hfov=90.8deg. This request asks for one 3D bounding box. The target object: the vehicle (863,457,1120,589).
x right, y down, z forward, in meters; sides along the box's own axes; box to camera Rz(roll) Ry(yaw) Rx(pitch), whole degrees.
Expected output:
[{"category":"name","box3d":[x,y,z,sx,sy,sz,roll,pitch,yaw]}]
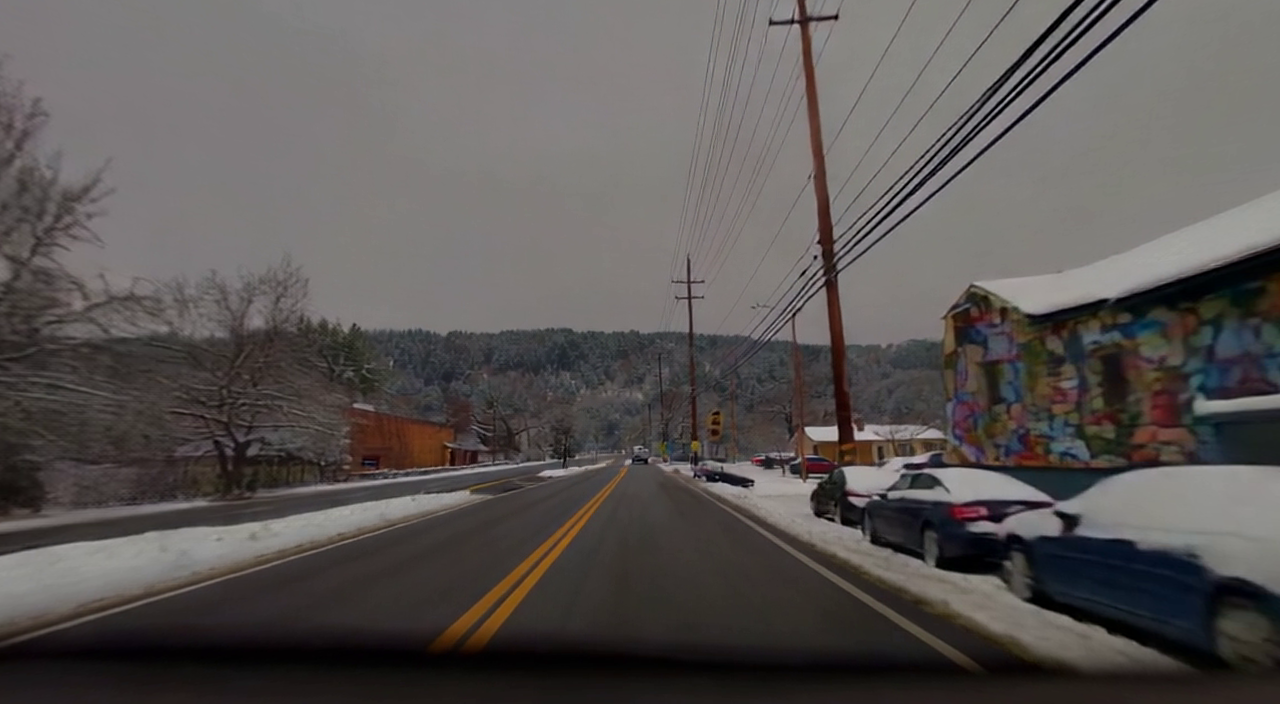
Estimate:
[{"category":"vehicle","box3d":[5.999,3.021,11.714,1.966,1.829,4.812,-2,-12,1]}]

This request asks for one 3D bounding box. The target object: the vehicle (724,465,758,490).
[{"category":"vehicle","box3d":[6.783,8.436,42.605,1.781,1.432,4.169,0,-9,3]}]

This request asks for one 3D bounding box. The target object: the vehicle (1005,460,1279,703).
[{"category":"vehicle","box3d":[5.630,1.855,5.525,2.056,1.693,4.803,0,-9,1]}]

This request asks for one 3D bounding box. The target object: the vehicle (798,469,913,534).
[{"category":"vehicle","box3d":[5.990,4.181,18.130,1.926,1.497,3.988,0,-9,1]}]
